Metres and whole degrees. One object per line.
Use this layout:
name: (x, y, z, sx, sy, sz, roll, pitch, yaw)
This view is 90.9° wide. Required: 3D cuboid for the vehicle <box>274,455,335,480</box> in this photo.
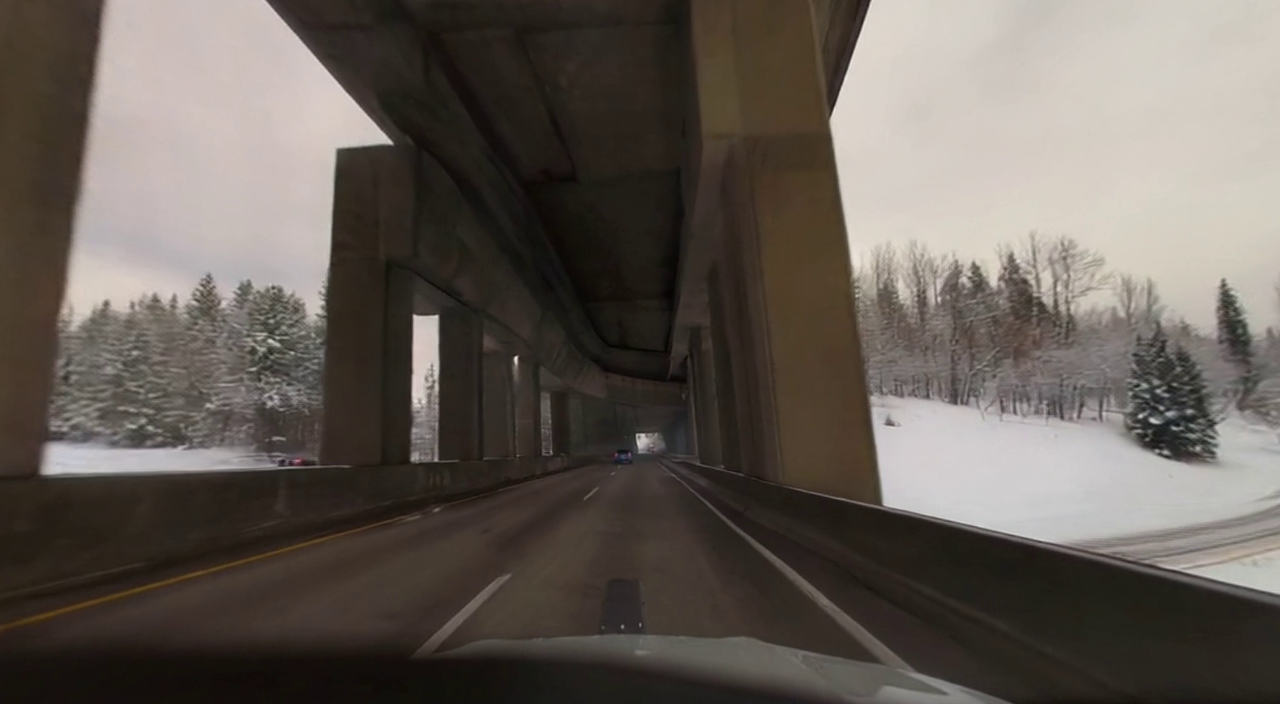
vehicle: (-24.055, 8.287, 45.346, 1.817, 1.626, 4.551, 0, -9, 1)
